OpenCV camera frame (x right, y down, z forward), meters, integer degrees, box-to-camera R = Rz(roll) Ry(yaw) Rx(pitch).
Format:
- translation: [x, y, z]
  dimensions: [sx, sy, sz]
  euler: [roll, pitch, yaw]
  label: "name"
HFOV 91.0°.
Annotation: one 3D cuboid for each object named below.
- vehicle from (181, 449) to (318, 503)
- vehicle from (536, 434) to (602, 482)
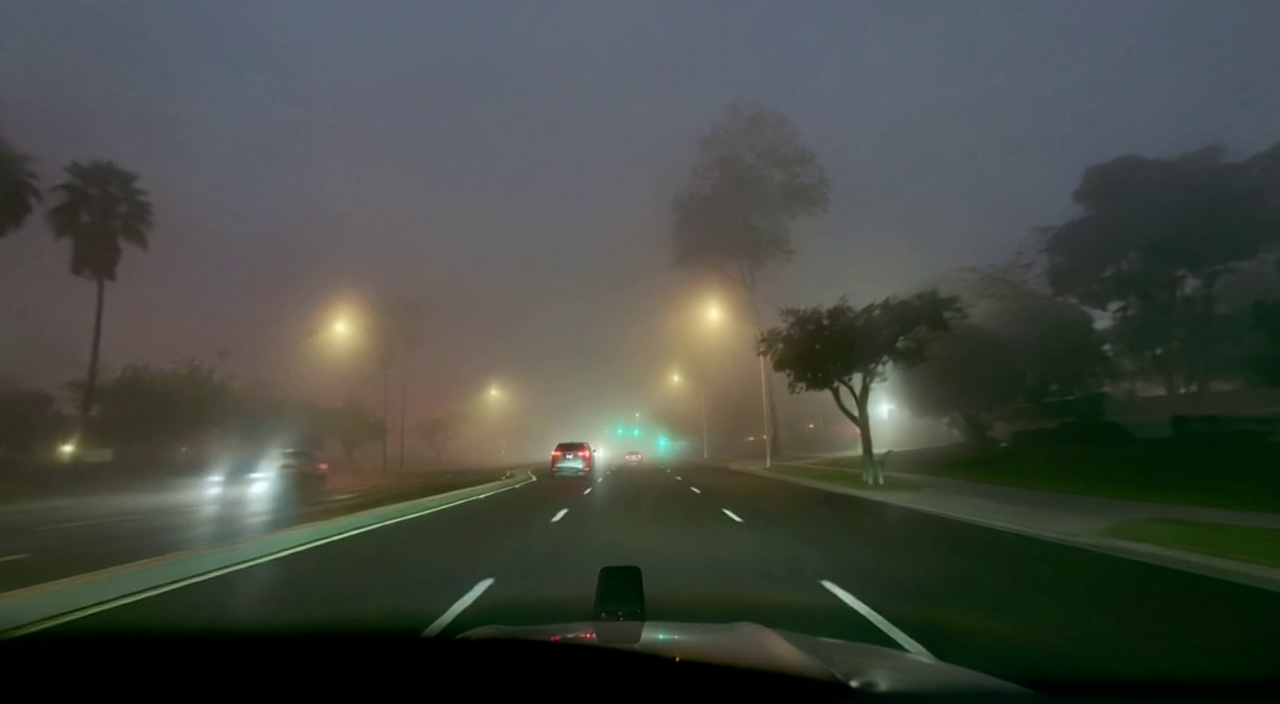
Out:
- translation: [-14.292, 4.530, 23.468]
  dimensions: [2.022, 1.756, 4.670]
  euler: [0, -9, 1]
  label: "vehicle"
- translation: [-3.188, 4.929, 29.541]
  dimensions: [2.370, 1.968, 5.698]
  euler: [0, -9, 0]
  label: "vehicle"
